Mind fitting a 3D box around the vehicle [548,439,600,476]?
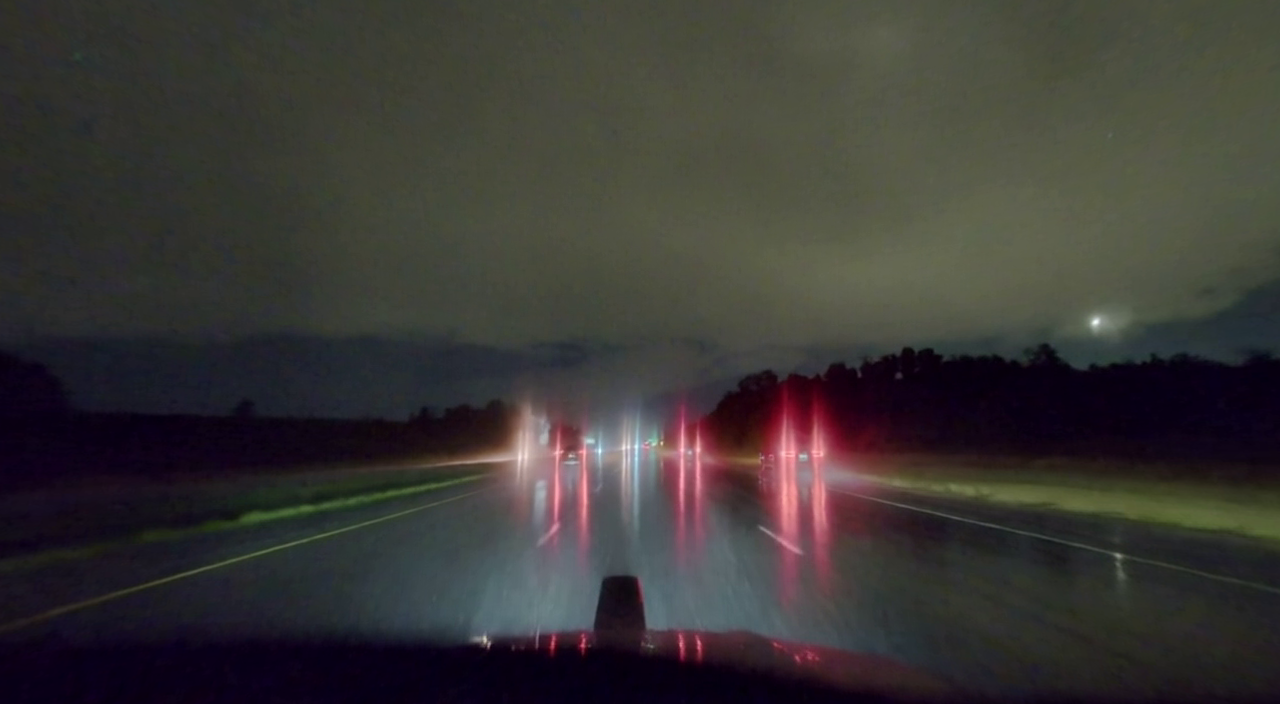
[{"bbox_3d":[-3.247,5.275,31.737,2.070,1.707,4.309,0,-9,1],"label":"vehicle"}]
